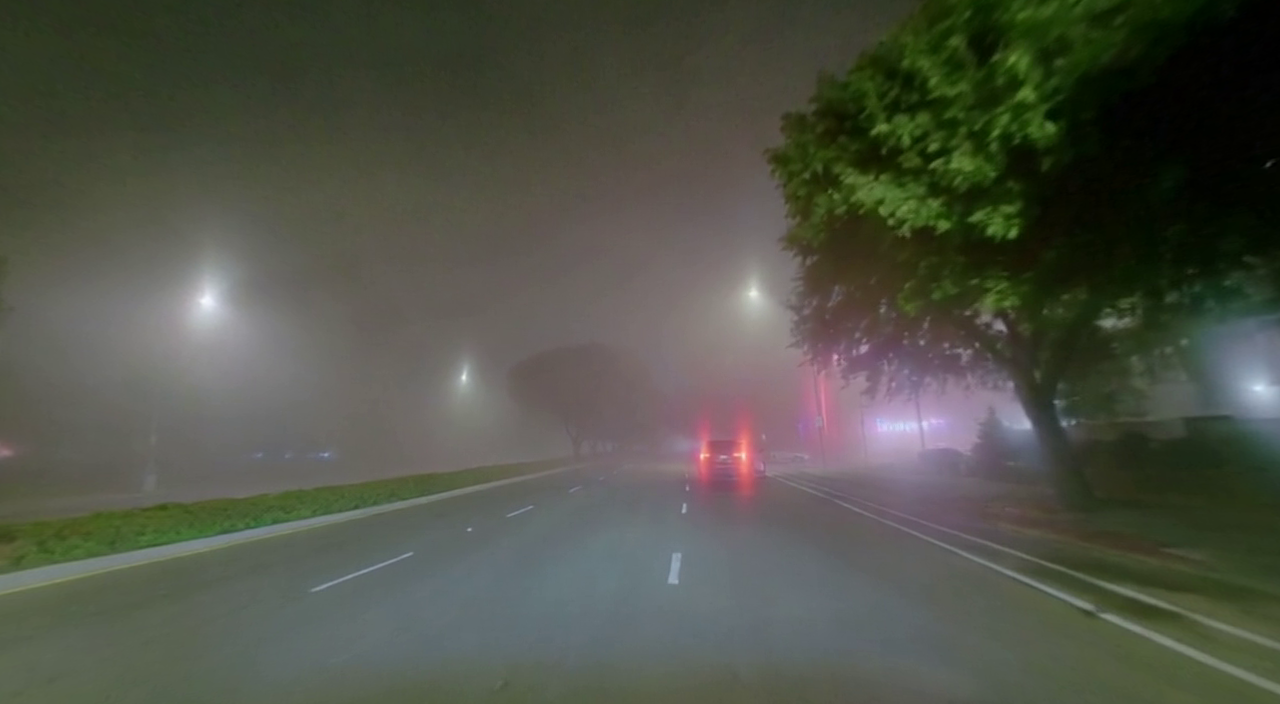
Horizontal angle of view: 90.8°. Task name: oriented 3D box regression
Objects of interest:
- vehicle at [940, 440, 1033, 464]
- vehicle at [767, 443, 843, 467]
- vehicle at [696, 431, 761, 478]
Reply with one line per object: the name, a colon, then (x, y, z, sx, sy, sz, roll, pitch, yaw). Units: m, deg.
vehicle: (21.870, 6.353, 40.045, 4.698, 1.465, 1.914, -1, -9, 7)
vehicle: (10.889, 6.805, 41.849, 4.733, 1.499, 2.000, -3, -9, 14)
vehicle: (4.318, 4.829, 29.946, 2.477, 1.991, 5.157, -2, -9, 14)
